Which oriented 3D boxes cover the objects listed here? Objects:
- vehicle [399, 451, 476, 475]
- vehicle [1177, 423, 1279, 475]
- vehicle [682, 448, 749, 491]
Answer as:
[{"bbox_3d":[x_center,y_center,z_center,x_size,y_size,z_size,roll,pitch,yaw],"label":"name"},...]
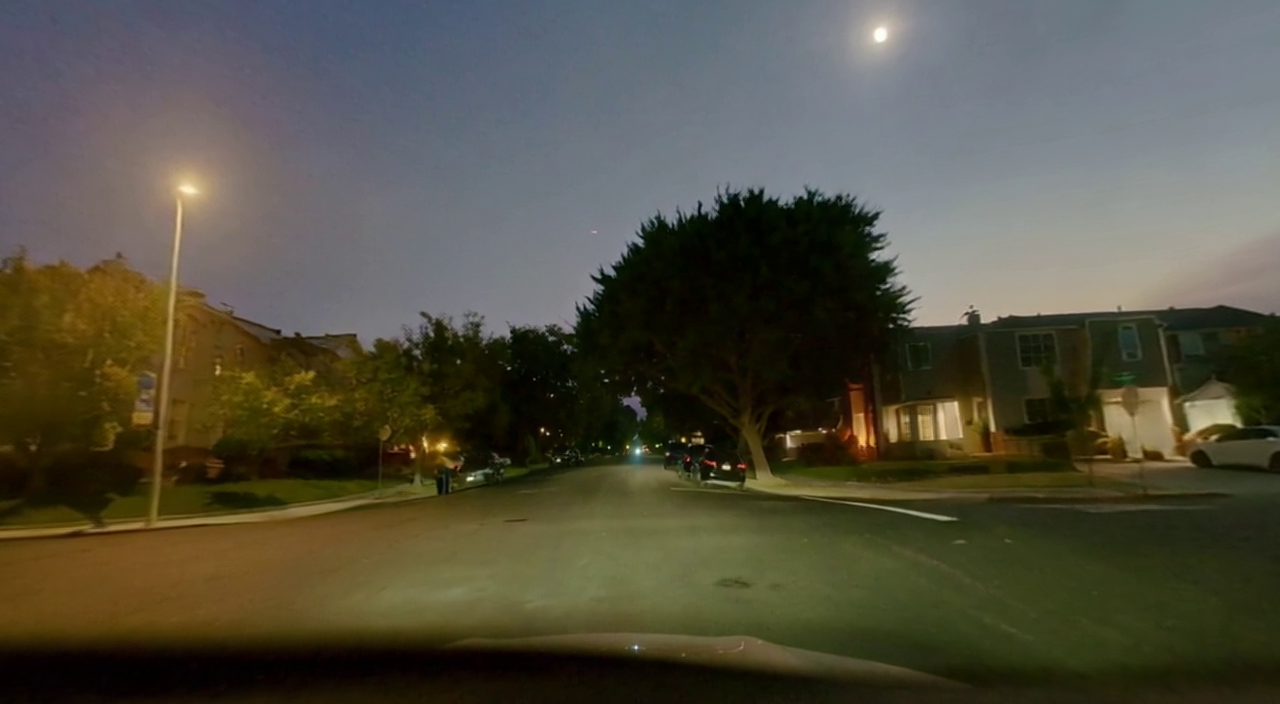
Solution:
[{"bbox_3d":[-13.415,7.346,42.027,4.423,1.522,1.961,0,-9,-1],"label":"vehicle"},{"bbox_3d":[19.367,2.964,19.360,1.839,1.466,4.486,0,-9,0],"label":"vehicle"},{"bbox_3d":[2.800,4.465,24.381,1.881,1.487,4.183,0,-9,-3],"label":"vehicle"}]
